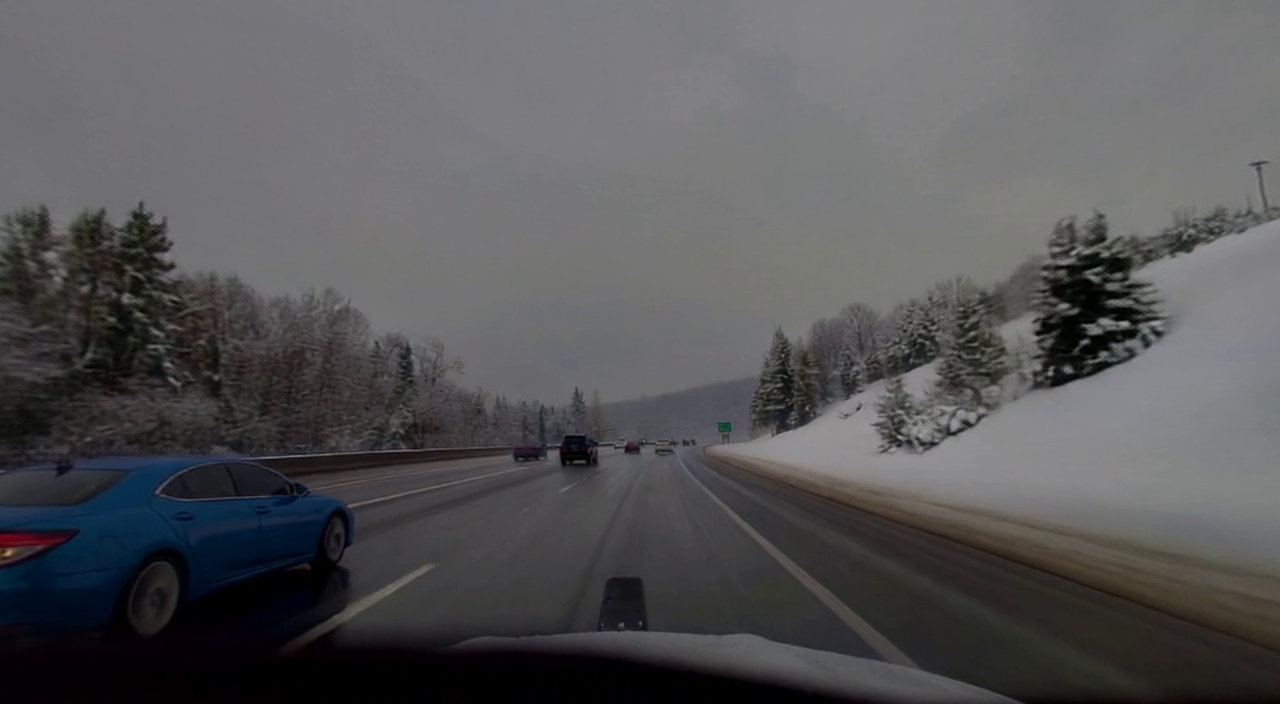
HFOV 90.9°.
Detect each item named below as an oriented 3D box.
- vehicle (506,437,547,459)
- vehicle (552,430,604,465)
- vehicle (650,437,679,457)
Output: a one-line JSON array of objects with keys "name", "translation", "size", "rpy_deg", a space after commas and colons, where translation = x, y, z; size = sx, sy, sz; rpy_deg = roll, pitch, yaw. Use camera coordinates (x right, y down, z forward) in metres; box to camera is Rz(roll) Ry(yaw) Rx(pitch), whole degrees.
[{"name": "vehicle", "translation": [-7.775, 6.642, 43.548], "size": [1.883, 1.411, 4.053], "rpy_deg": [0, -8, 3]}, {"name": "vehicle", "translation": [-3.203, 5.091, 33.586], "size": [2.071, 1.716, 4.363], "rpy_deg": [0, -8, 3]}, {"name": "vehicle", "translation": [1.883, 7.162, 47.509], "size": [2.113, 1.464, 4.073], "rpy_deg": [-1, -8, 4]}]
